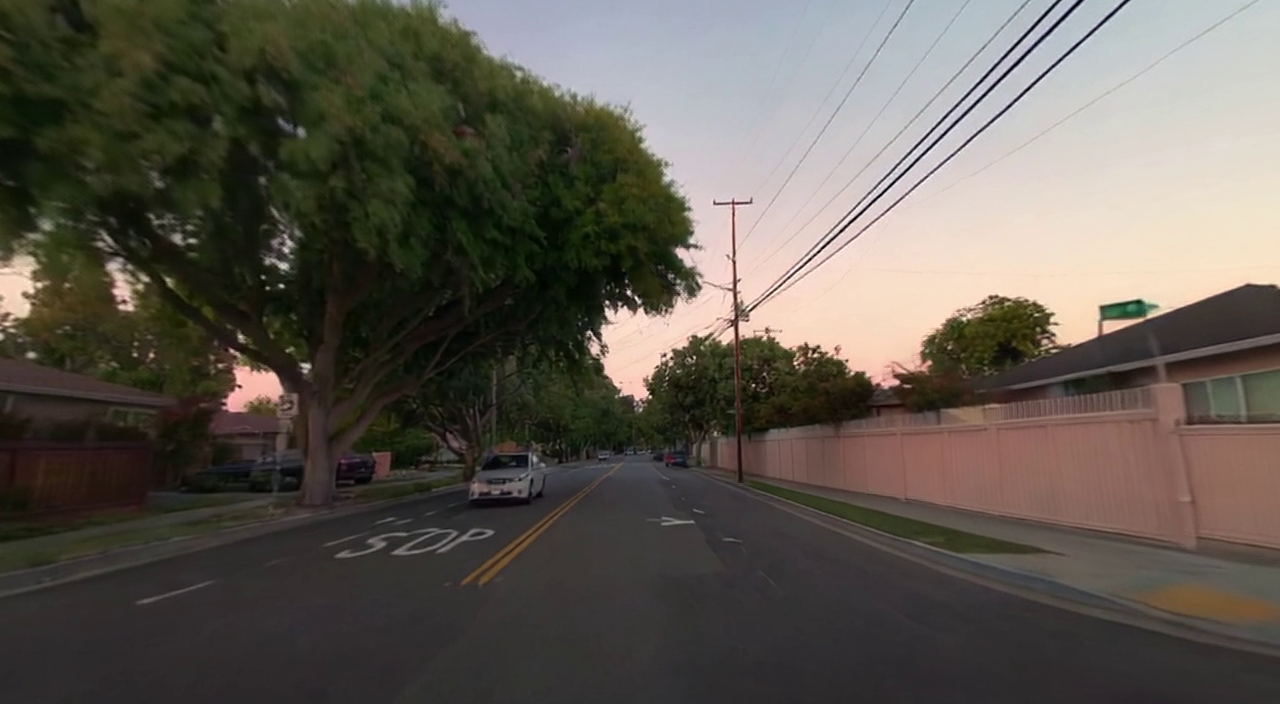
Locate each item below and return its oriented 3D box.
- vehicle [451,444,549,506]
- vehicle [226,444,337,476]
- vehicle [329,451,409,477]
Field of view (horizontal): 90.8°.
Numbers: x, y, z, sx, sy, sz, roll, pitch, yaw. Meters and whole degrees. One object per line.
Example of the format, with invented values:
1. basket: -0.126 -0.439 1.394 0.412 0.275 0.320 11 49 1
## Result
1. vehicle: -3.912 3.483 18.373 1.935 1.595 3.972 0 -8 0
2. vehicle: -22.097 6.645 39.168 5.369 1.862 2.338 1 -9 -9
3. vehicle: -16.802 6.925 39.363 4.199 1.510 2.058 1 -9 -10
